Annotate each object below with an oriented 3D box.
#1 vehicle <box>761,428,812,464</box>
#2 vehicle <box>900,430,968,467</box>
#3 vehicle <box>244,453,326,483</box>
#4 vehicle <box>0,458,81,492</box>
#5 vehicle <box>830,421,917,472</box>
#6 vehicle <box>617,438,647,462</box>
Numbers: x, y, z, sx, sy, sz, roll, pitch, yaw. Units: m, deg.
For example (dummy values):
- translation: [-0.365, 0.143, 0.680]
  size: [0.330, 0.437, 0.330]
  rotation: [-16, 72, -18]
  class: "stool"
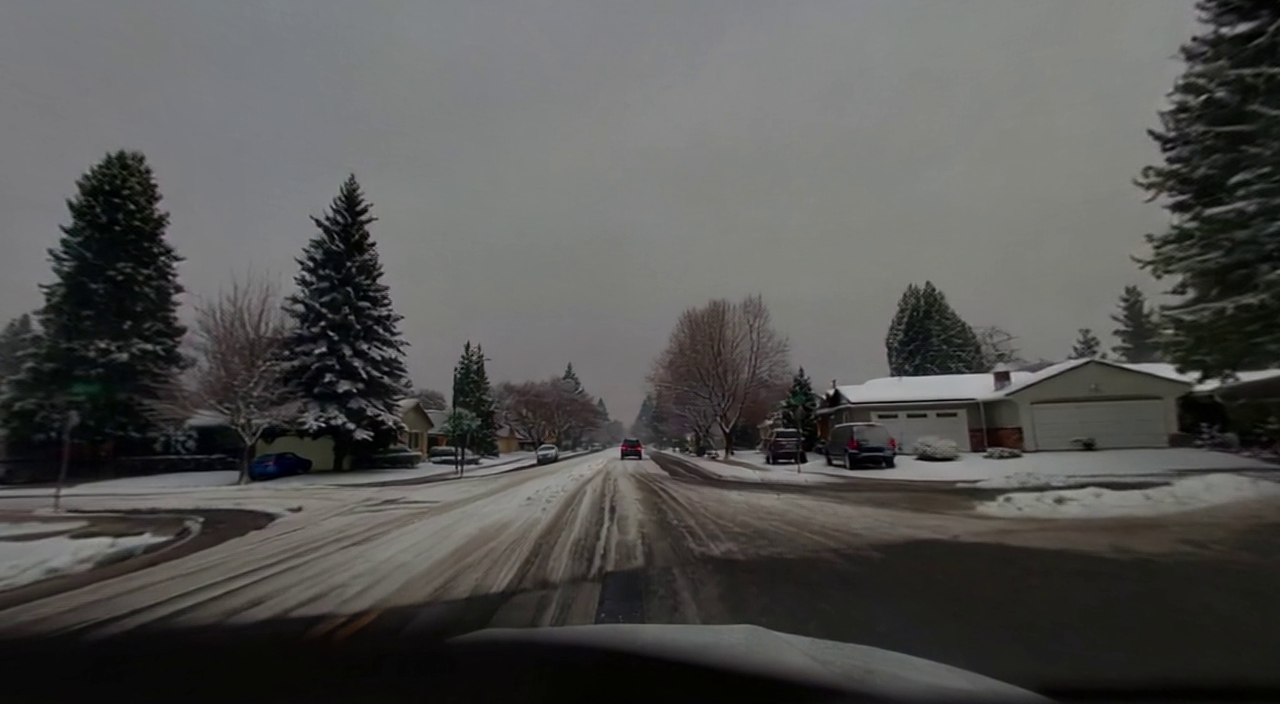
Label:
- translation: [8.043, 5.225, 35.002]
  size: [2.130, 1.836, 4.464]
  rotation: [-1, -9, 5]
  class: "vehicle"
- translation: [13.080, 4.330, 28.370]
  size: [1.972, 1.528, 3.891]
  rotation: [-2, -9, 13]
  class: "vehicle"
- translation: [-19.763, 6.436, 35.465]
  size: [1.917, 1.499, 4.569]
  rotation: [0, -8, 0]
  class: "vehicle"
- translation: [-33.301, 6.614, 34.299]
  size: [1.978, 1.666, 4.230]
  rotation: [0, -8, 1]
  class: "vehicle"
- translation: [9.720, 4.004, 26.837]
  size: [2.333, 1.933, 5.662]
  rotation: [-1, -9, 9]
  class: "vehicle"
- translation: [-0.532, 7.139, 46.066]
  size: [2.116, 1.711, 4.155]
  rotation: [0, -8, 0]
  class: "vehicle"
